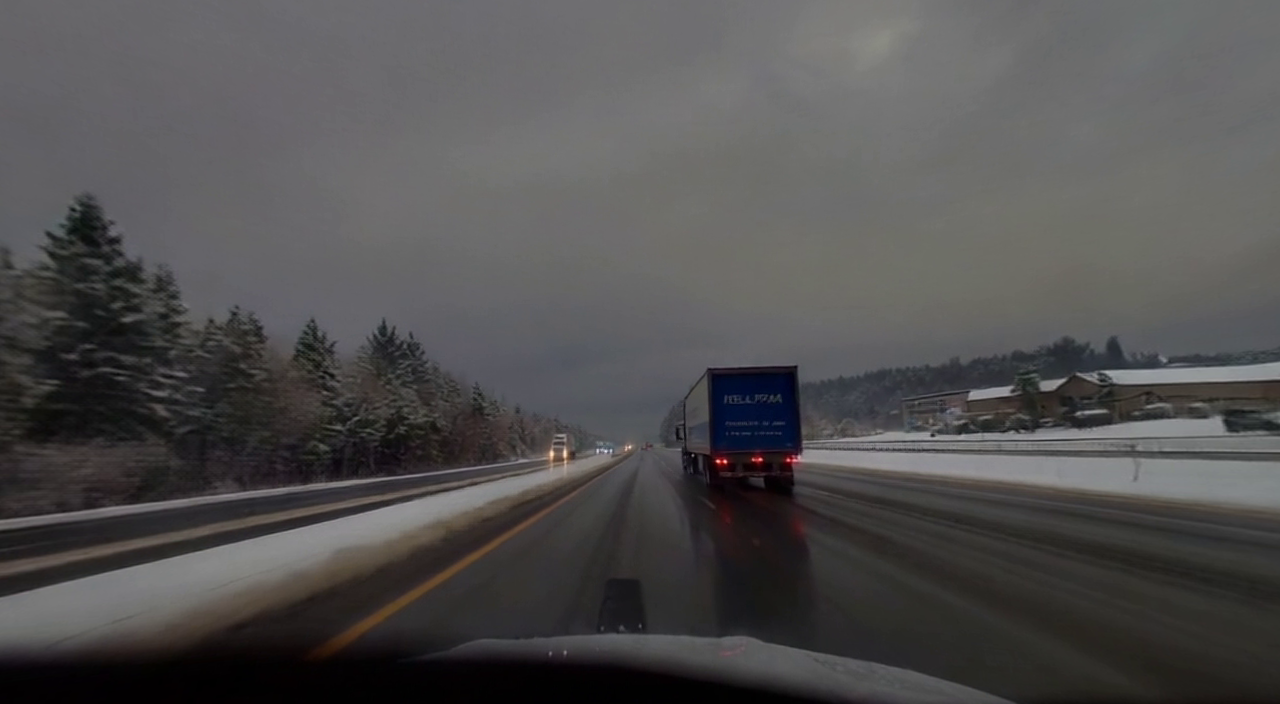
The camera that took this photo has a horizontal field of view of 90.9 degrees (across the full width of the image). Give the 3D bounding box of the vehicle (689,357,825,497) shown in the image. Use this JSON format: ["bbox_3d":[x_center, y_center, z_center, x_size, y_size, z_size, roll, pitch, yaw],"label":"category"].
[{"bbox_3d":[4.042,3.211,25.500,3.341,4.269,12.252,0,-9,1],"label":"vehicle"}]
